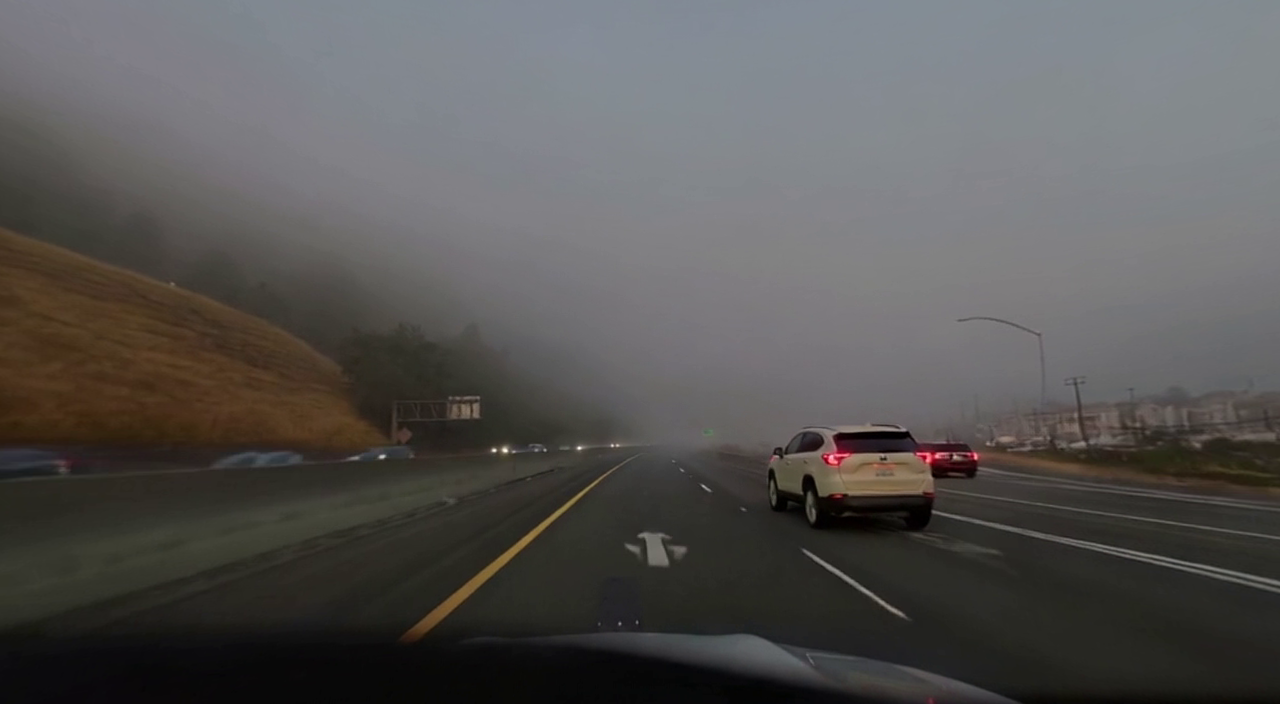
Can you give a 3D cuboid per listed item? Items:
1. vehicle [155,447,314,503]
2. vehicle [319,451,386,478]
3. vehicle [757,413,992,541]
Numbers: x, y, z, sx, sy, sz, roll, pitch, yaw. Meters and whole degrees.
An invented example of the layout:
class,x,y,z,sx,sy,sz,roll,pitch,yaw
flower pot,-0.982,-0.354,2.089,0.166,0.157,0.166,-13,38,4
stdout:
class,x,y,z,sx,sy,sz,roll,pitch,yaw
vehicle,-13.803,4.177,21.912,2.328,1.680,4.778,0,-8,0
vehicle,-17.384,6.808,38.305,1.868,1.481,4.469,0,-8,1
vehicle,3.714,2.091,11.159,2.318,1.766,4.587,0,-8,-1
